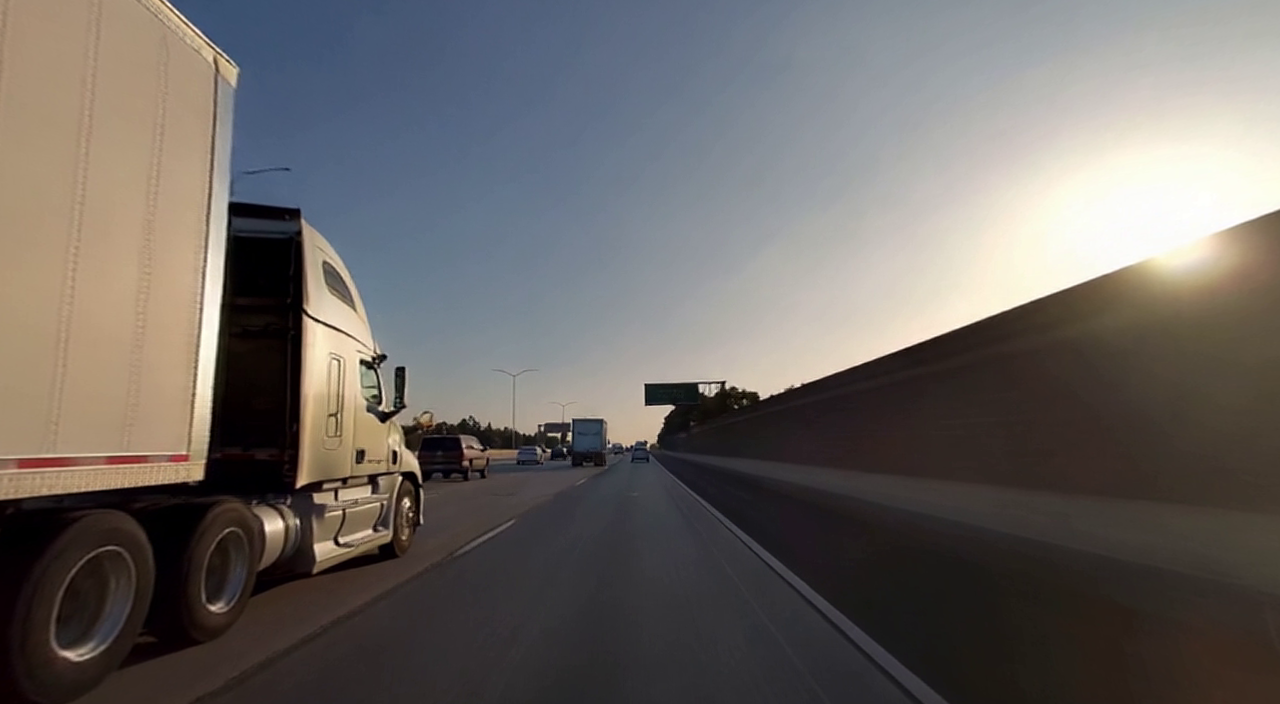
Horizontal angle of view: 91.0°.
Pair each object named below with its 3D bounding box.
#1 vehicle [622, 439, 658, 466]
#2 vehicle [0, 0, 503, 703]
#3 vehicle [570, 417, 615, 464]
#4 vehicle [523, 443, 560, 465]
[{"bbox_3d":[0.003,6.346,39.932,2.178,1.640,4.071,0,-8,0],"label":"vehicle"},{"bbox_3d":[-3.785,0.524,5.422,3.025,3.266,9.256,0,-8,1],"label":"vehicle"},{"bbox_3d":[-3.588,7.061,49.876,2.956,3.331,9.575,0,-8,-1],"label":"vehicle"},{"bbox_3d":[-7.161,7.462,46.166,1.962,1.489,4.002,0,-8,1],"label":"vehicle"}]
